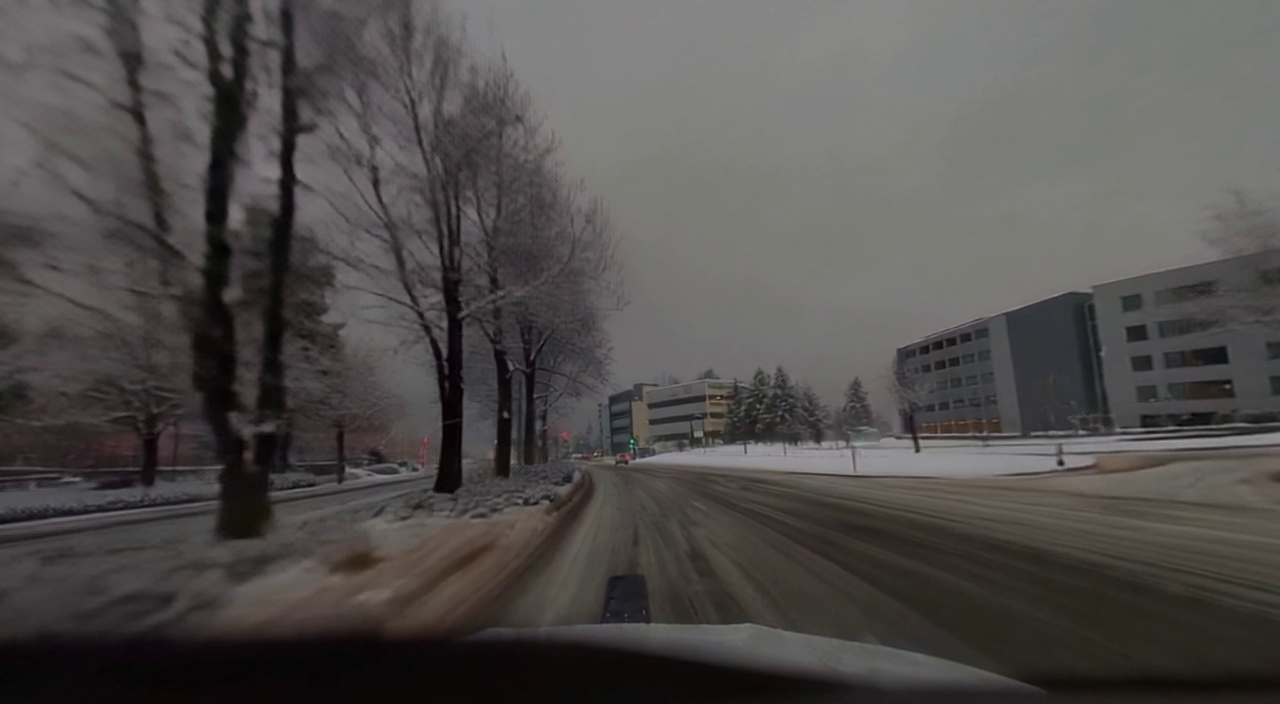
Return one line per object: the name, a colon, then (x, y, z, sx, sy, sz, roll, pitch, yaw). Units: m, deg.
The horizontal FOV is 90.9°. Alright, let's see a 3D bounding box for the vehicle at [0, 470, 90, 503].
vehicle: (-35.361, 7.894, 36.957, 4.371, 1.550, 1.793, -2, -6, -7)
